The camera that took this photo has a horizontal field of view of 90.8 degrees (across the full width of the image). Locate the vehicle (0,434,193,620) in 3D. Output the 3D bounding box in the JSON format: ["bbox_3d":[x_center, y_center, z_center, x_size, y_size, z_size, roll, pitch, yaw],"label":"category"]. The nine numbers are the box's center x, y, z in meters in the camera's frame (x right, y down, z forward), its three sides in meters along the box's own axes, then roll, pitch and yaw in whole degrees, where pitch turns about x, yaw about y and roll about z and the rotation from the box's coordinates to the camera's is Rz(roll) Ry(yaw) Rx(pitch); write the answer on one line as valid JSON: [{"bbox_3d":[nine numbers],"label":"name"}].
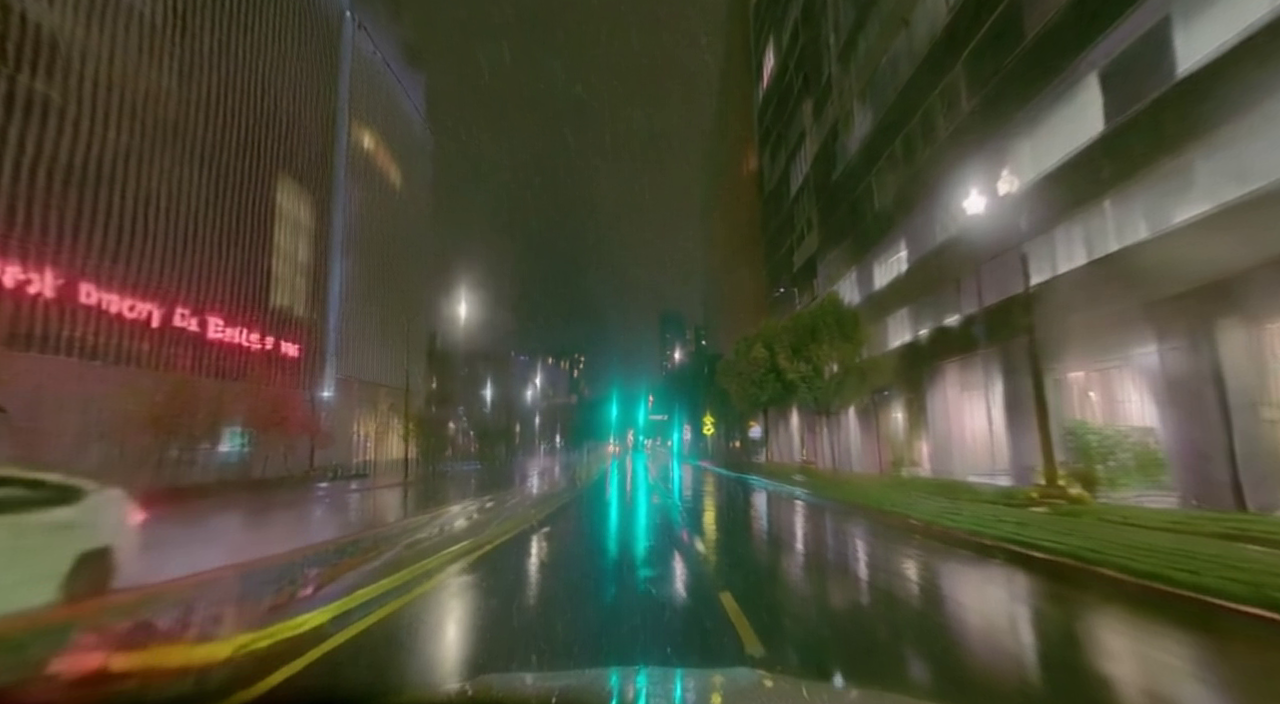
[{"bbox_3d":[-6.472,1.455,5.128,2.037,1.563,4.754,-1,-8,3],"label":"vehicle"}]
